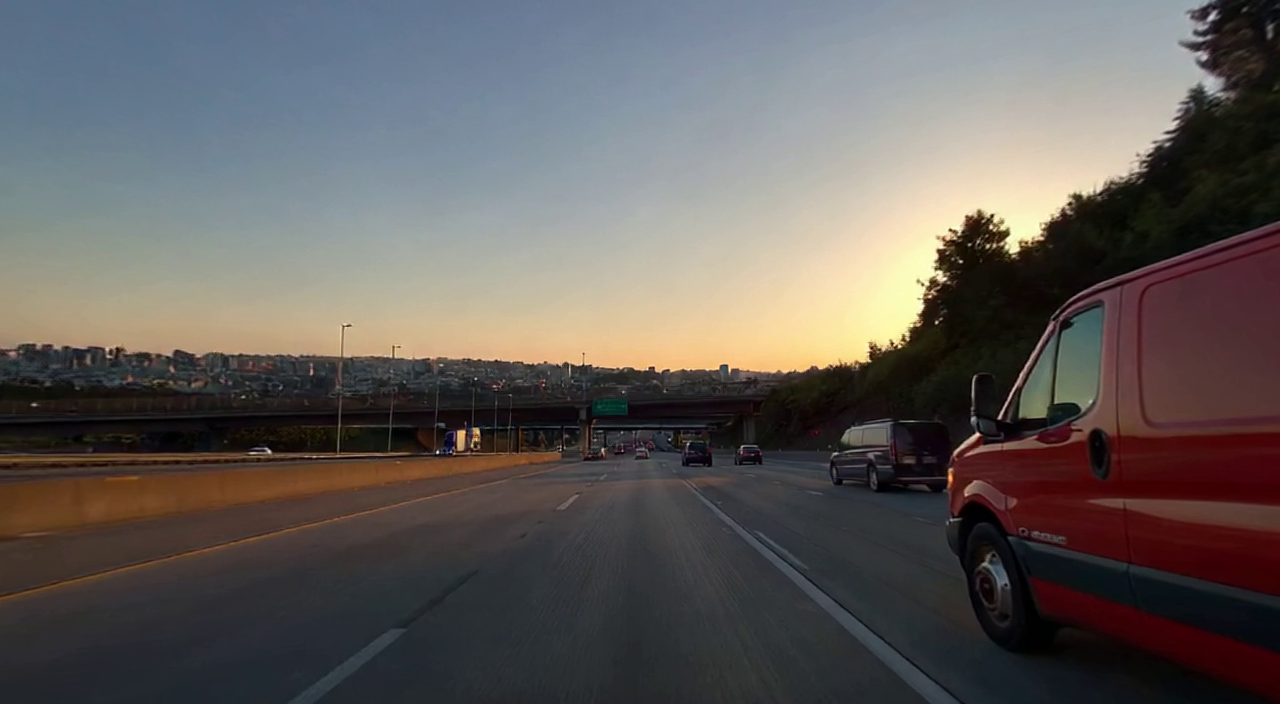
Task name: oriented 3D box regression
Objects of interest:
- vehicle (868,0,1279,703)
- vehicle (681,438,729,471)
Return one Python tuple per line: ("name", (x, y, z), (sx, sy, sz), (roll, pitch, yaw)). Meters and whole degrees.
("vehicle", (3.174, 0.245, 1.773), (2.436, 2.745, 7.034), (0, -8, 0))
("vehicle", (4.066, 6.576, 40.755), (2.464, 1.961, 5.520), (0, -8, 0))
